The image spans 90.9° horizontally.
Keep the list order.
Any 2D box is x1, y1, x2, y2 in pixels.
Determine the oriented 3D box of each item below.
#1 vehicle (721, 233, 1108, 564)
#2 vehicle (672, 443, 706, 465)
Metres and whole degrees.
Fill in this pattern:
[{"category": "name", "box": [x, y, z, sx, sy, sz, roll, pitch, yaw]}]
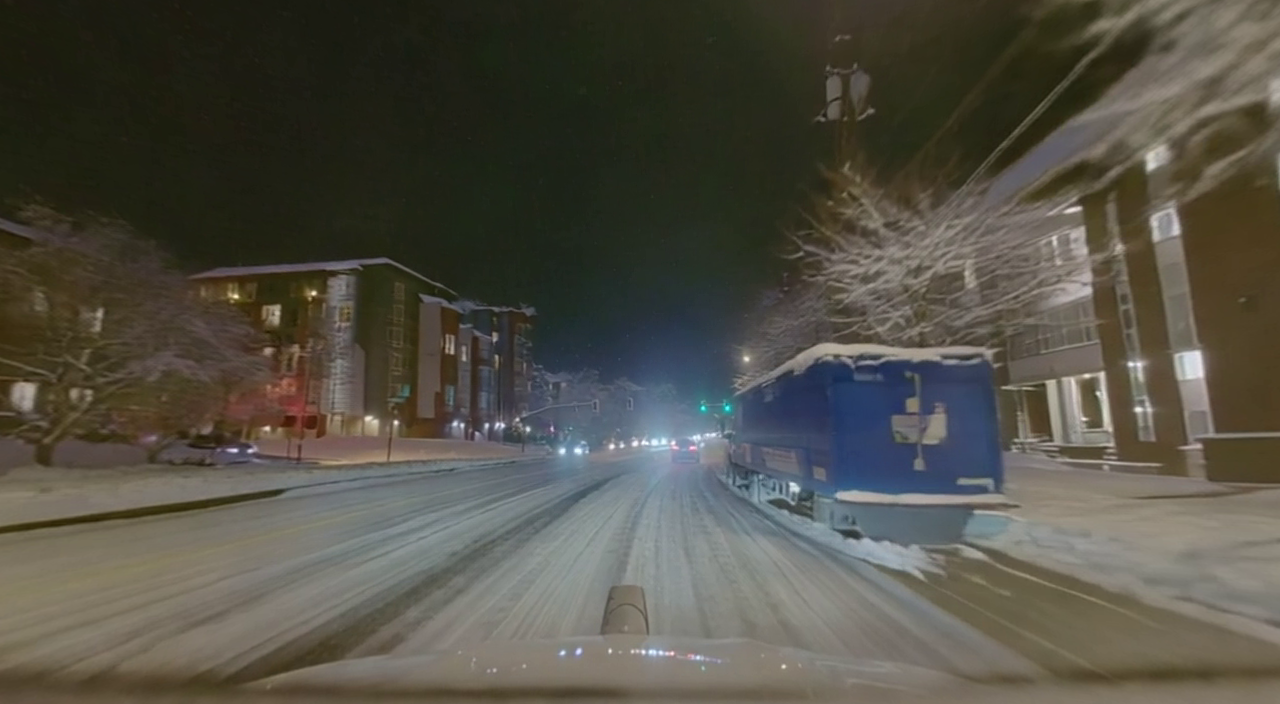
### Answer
[{"category": "vehicle", "box": [4.085, 1.407, 14.236, 3.157, 3.982, 13.307, 0, -8, 2]}, {"category": "vehicle", "box": [3.253, 6.644, 41.262, 1.871, 1.370, 4.206, -1, -8, 9]}]
